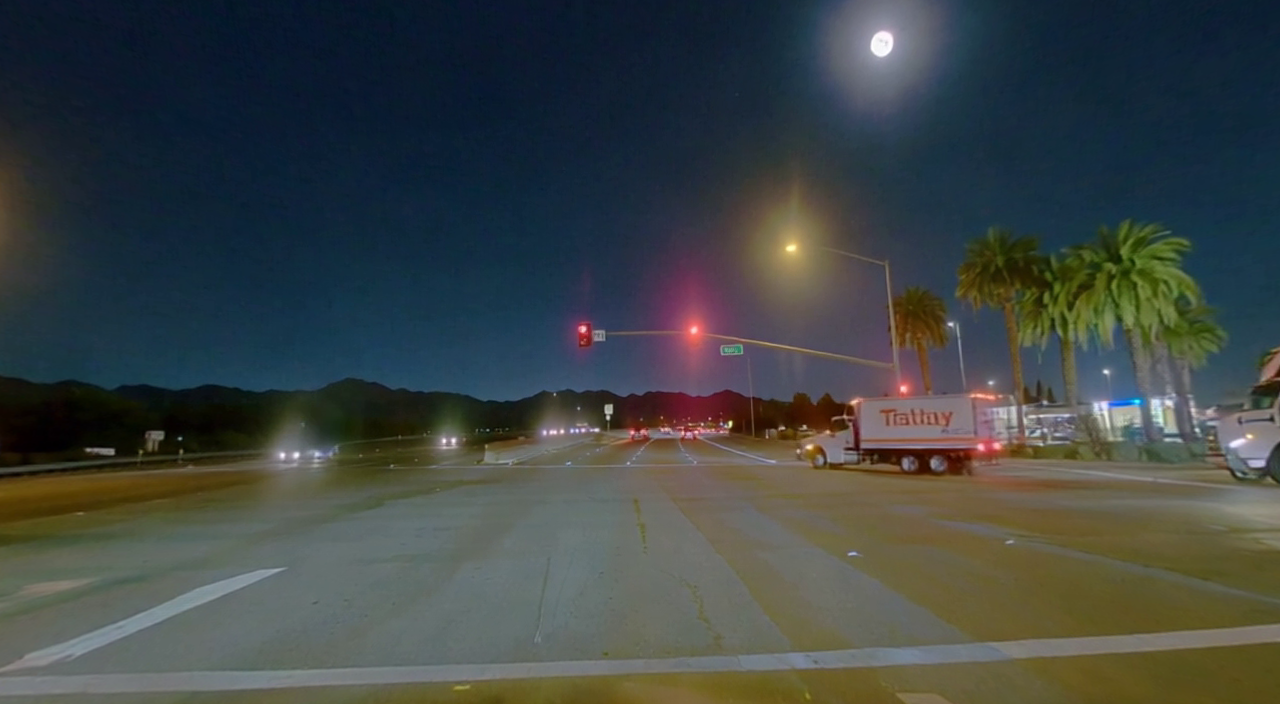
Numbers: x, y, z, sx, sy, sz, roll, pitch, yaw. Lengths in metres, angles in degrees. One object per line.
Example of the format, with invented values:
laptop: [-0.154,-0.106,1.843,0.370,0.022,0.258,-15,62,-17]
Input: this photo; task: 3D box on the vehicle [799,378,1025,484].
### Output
vehicle: [10.118,3.050,23.809,7.088,3.414,3.237,-6,-11,37]
